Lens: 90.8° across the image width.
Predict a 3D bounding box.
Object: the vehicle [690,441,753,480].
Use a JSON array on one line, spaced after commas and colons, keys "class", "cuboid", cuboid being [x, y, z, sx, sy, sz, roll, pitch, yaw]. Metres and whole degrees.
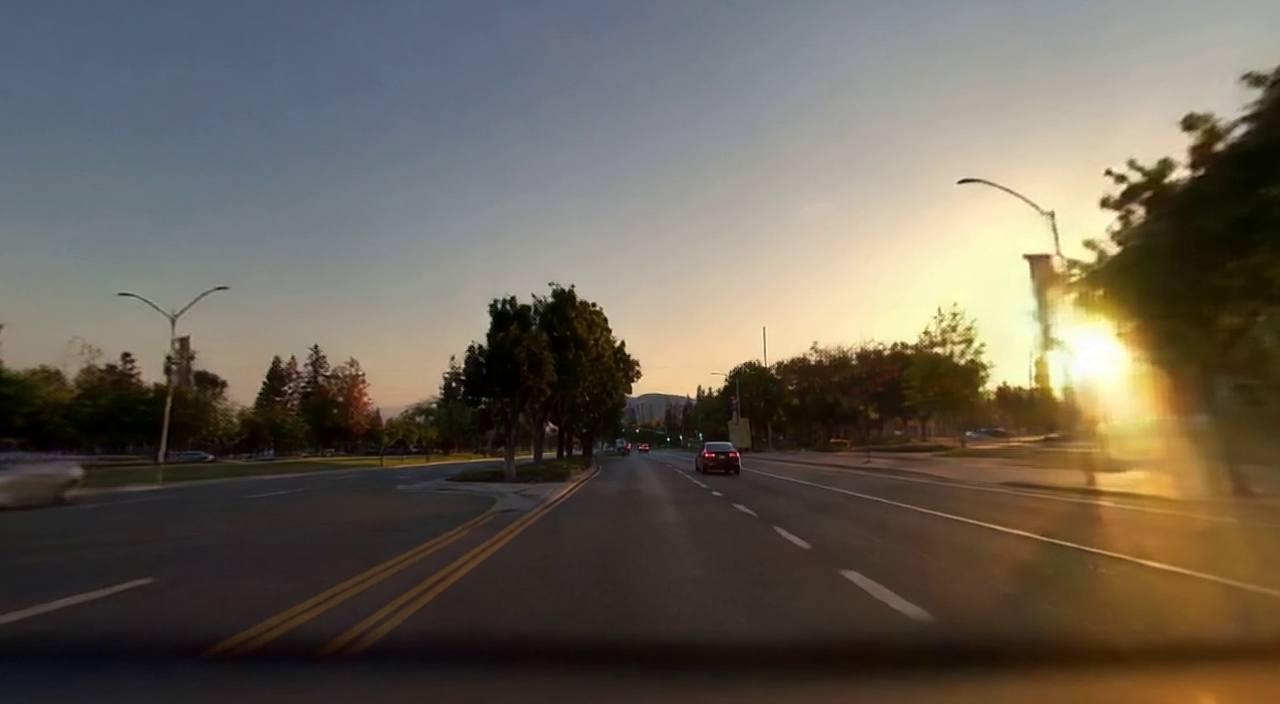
[{"class": "vehicle", "cuboid": [3.378, 4.600, 27.039, 1.948, 1.479, 4.620, 0, -9, -1]}]
